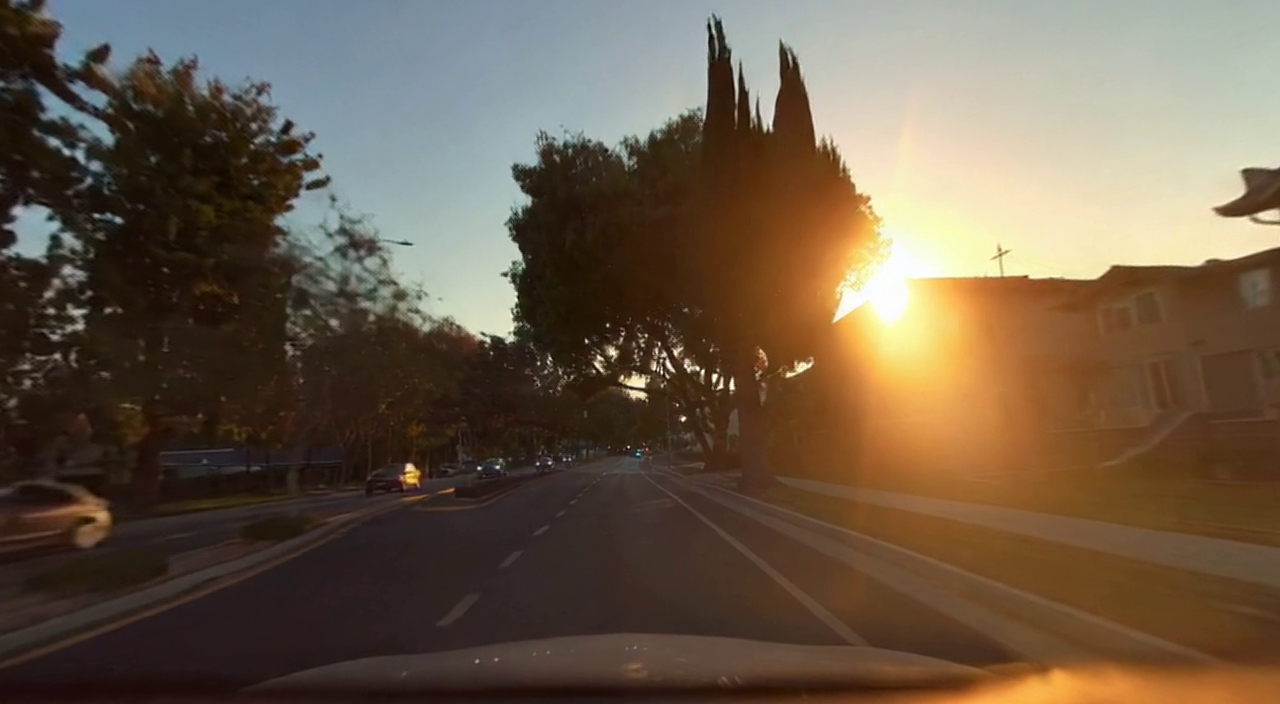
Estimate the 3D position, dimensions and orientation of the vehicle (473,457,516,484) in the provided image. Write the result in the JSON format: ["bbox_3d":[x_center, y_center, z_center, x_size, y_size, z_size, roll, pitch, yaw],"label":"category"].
[{"bbox_3d":[-10.033,8.152,43.658,1.984,1.646,4.529,0,-8,-1],"label":"vehicle"}]

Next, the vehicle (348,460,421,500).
[{"bbox_3d":[-13.105,6.562,32.570,1.979,1.757,4.514,0,-8,-2],"label":"vehicle"}]
